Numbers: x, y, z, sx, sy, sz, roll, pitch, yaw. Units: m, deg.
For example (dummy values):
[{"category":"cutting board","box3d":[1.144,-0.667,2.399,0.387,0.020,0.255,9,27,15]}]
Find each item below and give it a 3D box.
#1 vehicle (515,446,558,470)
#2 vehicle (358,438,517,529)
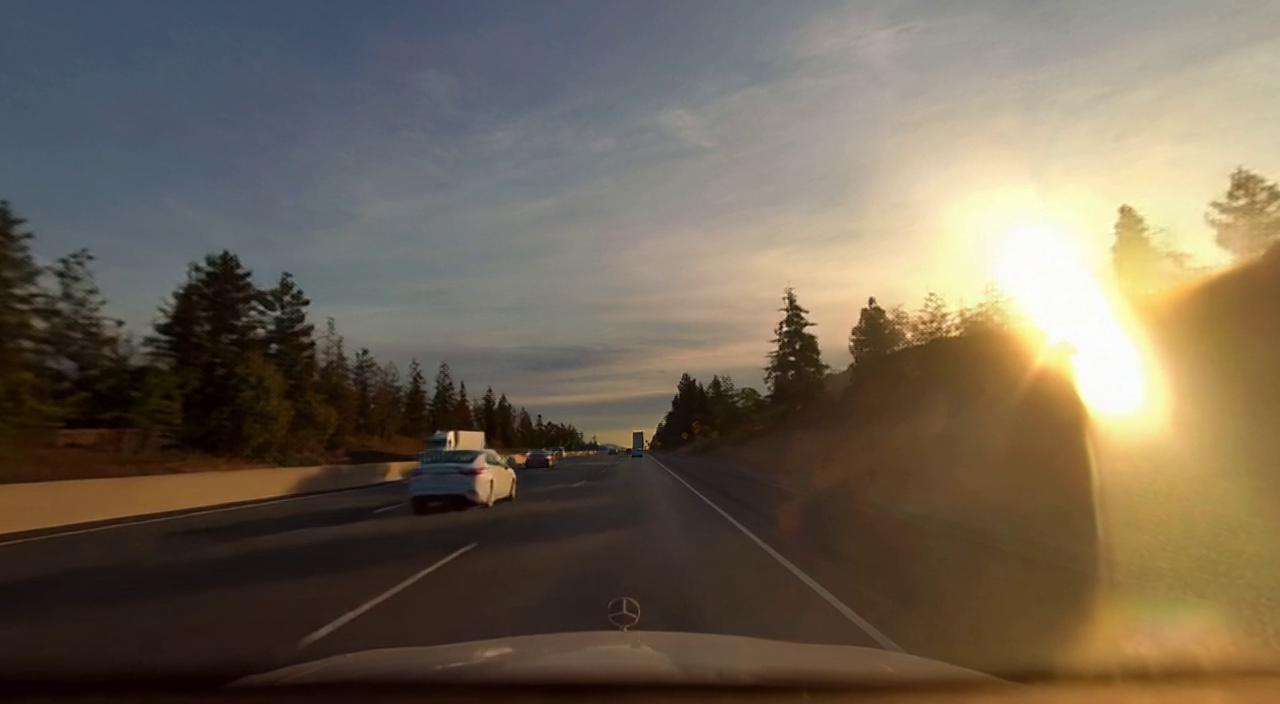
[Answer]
[{"category":"vehicle","box3d":[-7.263,7.485,44.848,2.179,1.577,5.070,0,-9,1]},{"category":"vehicle","box3d":[-3.817,2.536,12.668,1.893,1.521,3.742,0,-9,1]}]
